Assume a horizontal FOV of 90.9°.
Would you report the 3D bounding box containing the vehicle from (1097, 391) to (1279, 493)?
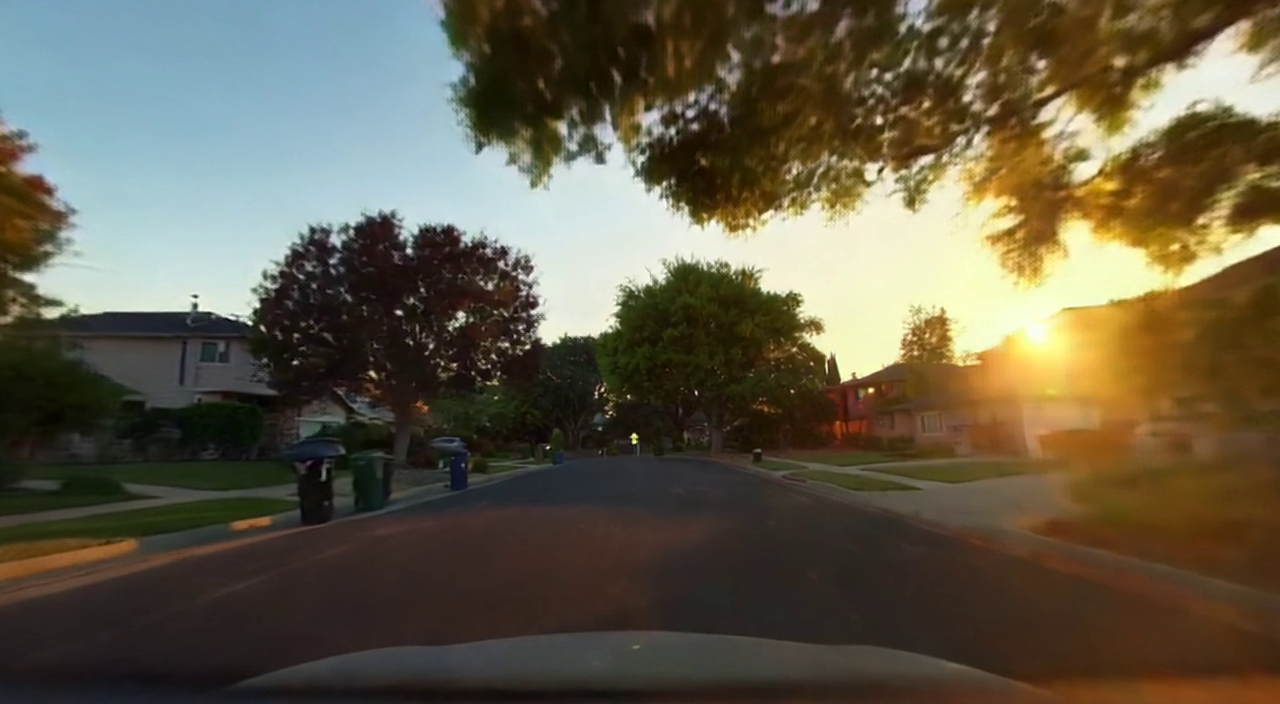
[{"bbox_3d":[12.293,1.839,12.804,4.581,1.853,2.024,2,-8,-7],"label":"vehicle"}]
